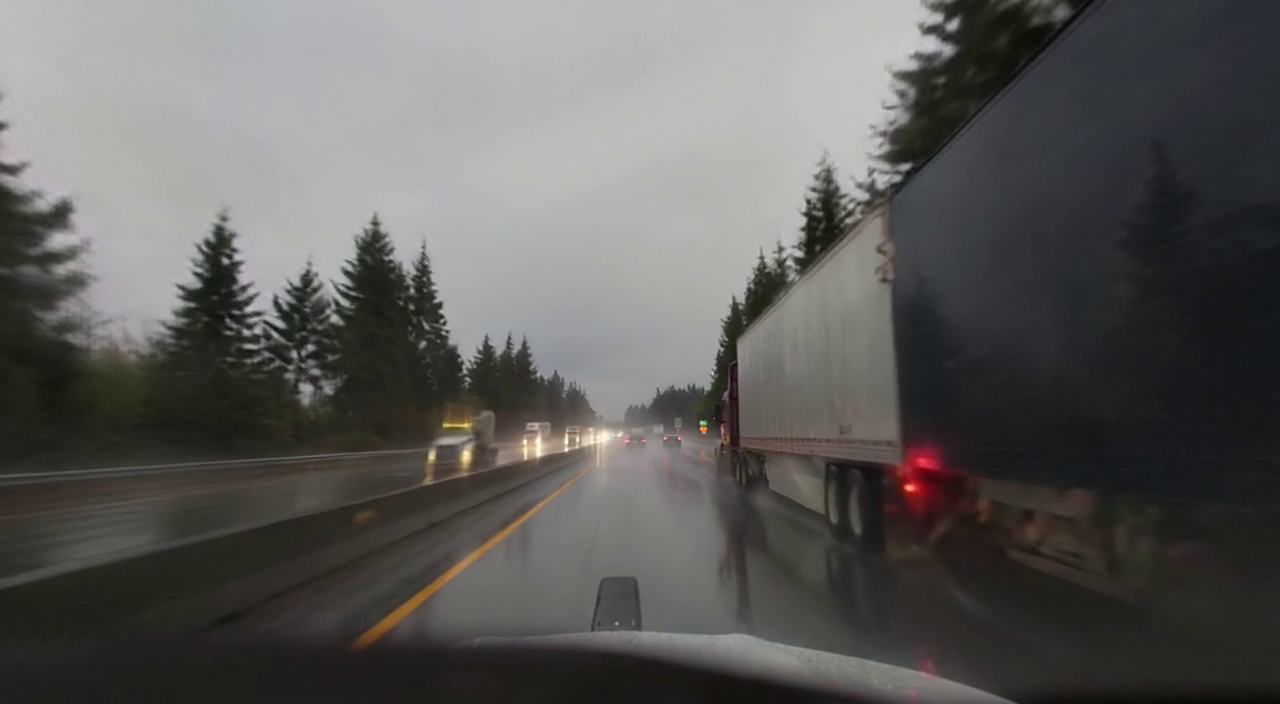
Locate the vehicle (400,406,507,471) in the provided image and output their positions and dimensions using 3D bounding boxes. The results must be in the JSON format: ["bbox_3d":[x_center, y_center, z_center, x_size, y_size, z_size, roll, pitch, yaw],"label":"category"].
[{"bbox_3d":[-7.882,3.796,27.698,2.478,2.469,7.439,0,-8,-1],"label":"vehicle"}]

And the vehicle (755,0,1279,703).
[{"bbox_3d":[3.914,0.013,5.273,3.038,3.975,13.887,0,-8,-1],"label":"vehicle"}]
